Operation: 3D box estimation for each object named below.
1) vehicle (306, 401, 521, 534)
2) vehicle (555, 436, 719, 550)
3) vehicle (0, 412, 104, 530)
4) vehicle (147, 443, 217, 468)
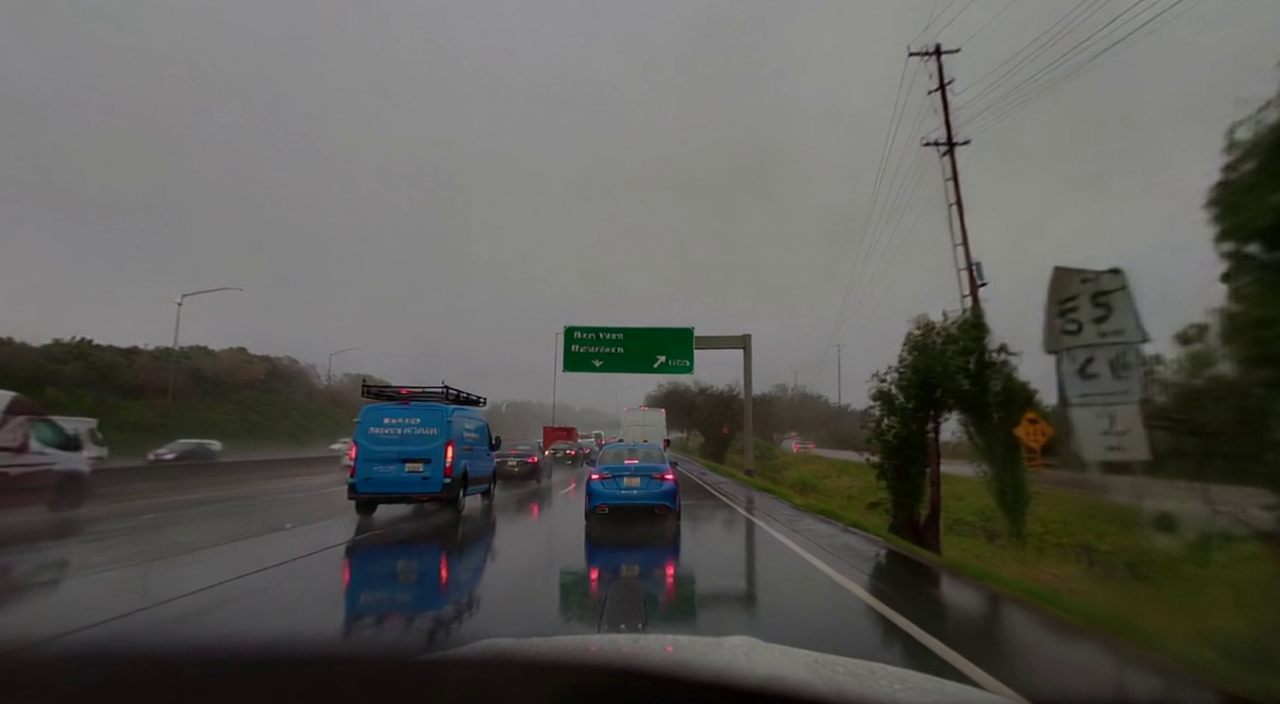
[{"bbox_3d":[-3.797,2.050,11.639,2.142,1.952,4.556,0,-8,2],"label":"vehicle"},{"bbox_3d":[-0.035,2.074,9.965,2.054,1.421,4.090,0,-8,0],"label":"vehicle"},{"bbox_3d":[-11.245,1.806,9.363,2.040,1.872,4.969,0,-8,0],"label":"vehicle"},{"bbox_3d":[-28.741,6.493,39.494,1.630,1.437,3.588,-2,-8,1],"label":"vehicle"}]
